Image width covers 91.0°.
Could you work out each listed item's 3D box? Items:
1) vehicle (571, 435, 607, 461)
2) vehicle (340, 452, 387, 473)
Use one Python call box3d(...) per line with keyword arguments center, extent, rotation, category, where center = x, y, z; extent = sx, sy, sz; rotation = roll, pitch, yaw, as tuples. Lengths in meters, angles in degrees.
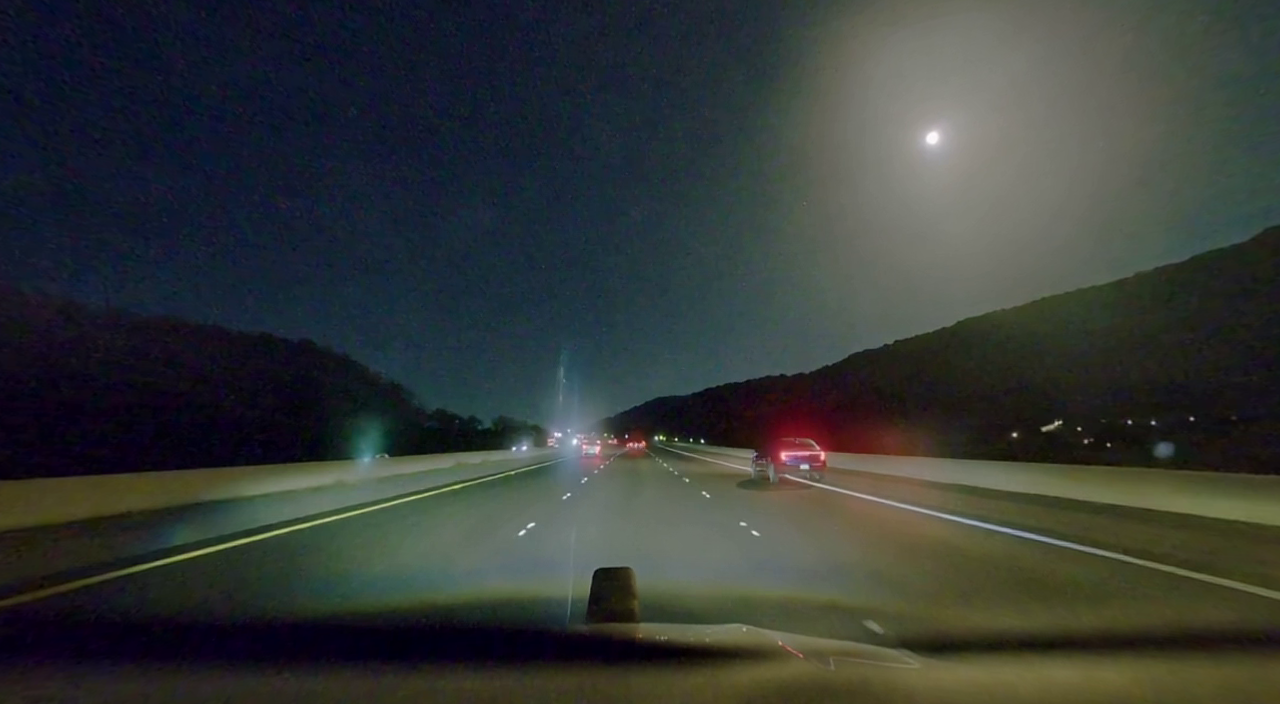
box3d(center=(-3.631, 6.917, 45.459), extent=(2.241, 1.773, 4.482), rotation=(0, -8, -1), category="vehicle")
box3d(center=(-20.258, 8.121, 46.230), extent=(1.674, 1.371, 3.887), rotation=(-1, -8, 0), category="vehicle")
